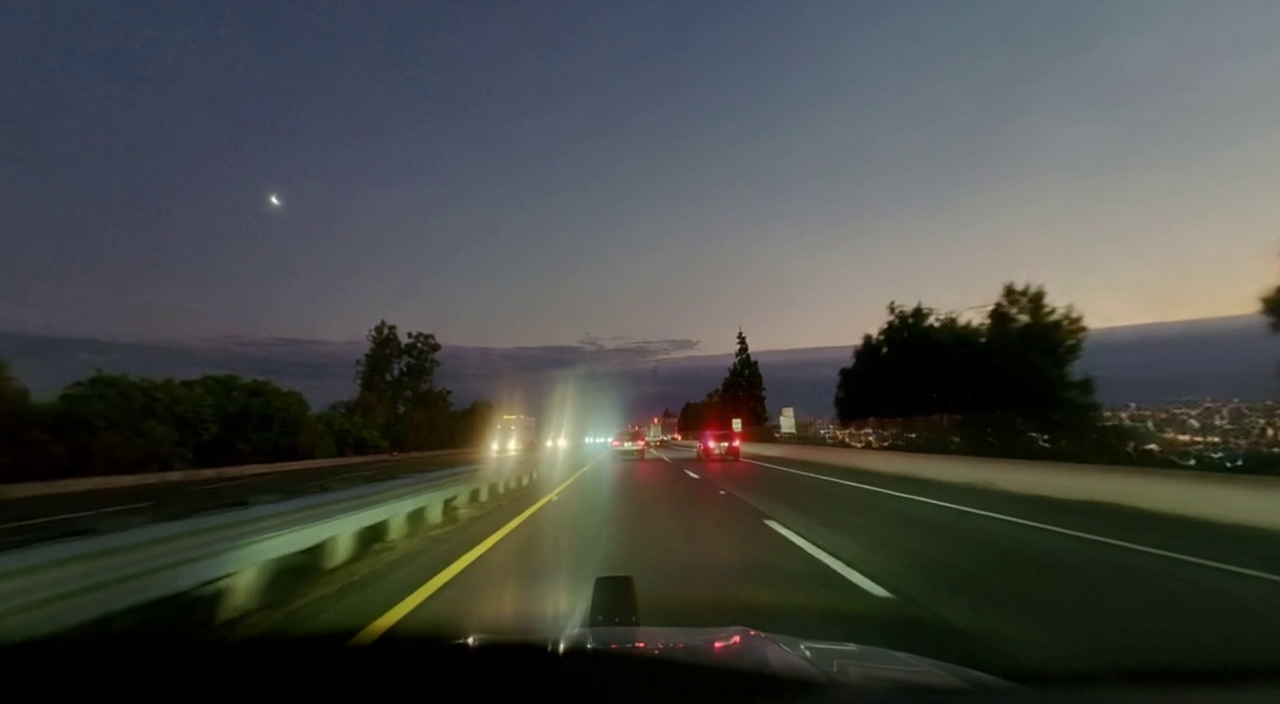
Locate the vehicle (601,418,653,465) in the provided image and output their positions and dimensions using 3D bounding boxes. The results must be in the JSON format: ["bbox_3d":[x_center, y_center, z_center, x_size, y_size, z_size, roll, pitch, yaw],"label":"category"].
[{"bbox_3d":[-0.640,4.235,29.864,2.270,2.044,4.633,0,-8,-2],"label":"vehicle"}]

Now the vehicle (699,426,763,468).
[{"bbox_3d":[3.756,3.980,26.660,1.981,1.606,3.956,0,-8,-2],"label":"vehicle"}]
